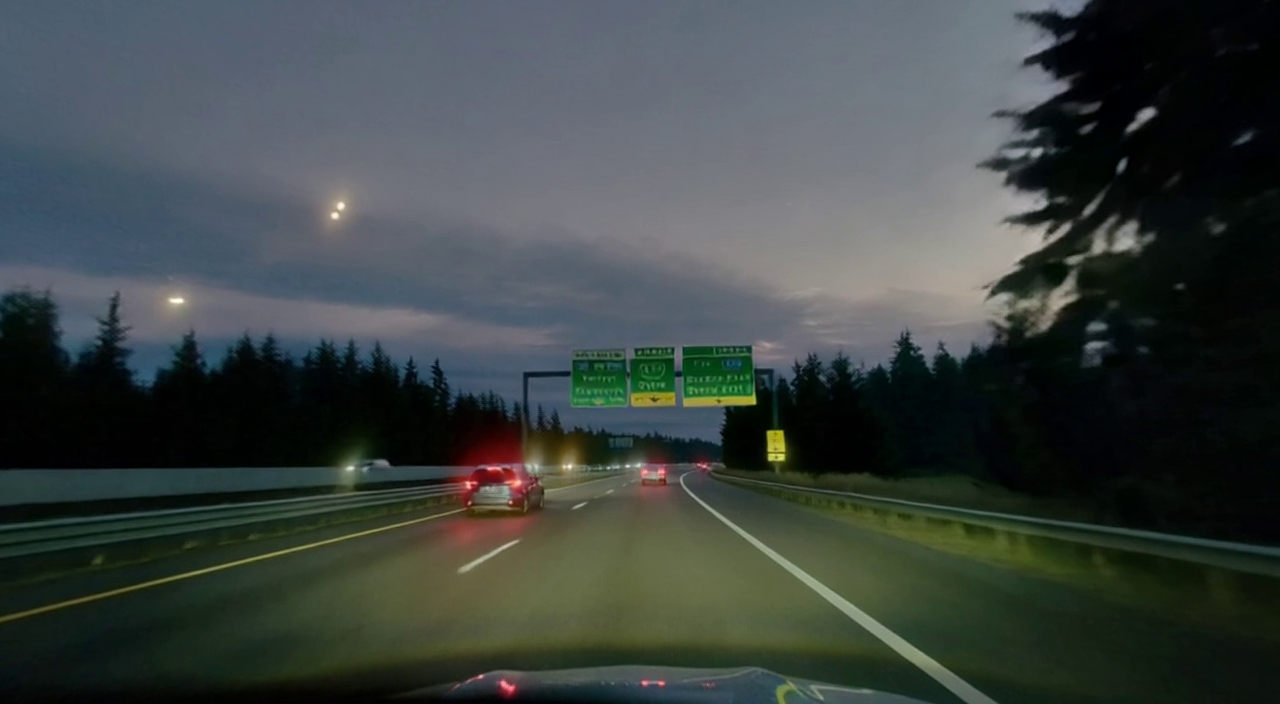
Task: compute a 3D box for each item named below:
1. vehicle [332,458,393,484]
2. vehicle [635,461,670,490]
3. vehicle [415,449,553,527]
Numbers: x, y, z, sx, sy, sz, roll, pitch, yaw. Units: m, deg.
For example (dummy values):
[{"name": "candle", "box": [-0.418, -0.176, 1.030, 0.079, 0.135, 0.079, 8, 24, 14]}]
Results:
[{"name": "vehicle", "box": [-21.060, 9.078, 48.039, 1.950, 1.762, 5.268, 1, -10, 4]}, {"name": "vehicle", "box": [0.818, 7.453, 38.215, 2.000, 1.594, 3.996, 1, -10, 3]}, {"name": "vehicle", "box": [-3.597, 3.278, 15.566, 2.063, 1.556, 4.740, 1, -10, 1]}]
